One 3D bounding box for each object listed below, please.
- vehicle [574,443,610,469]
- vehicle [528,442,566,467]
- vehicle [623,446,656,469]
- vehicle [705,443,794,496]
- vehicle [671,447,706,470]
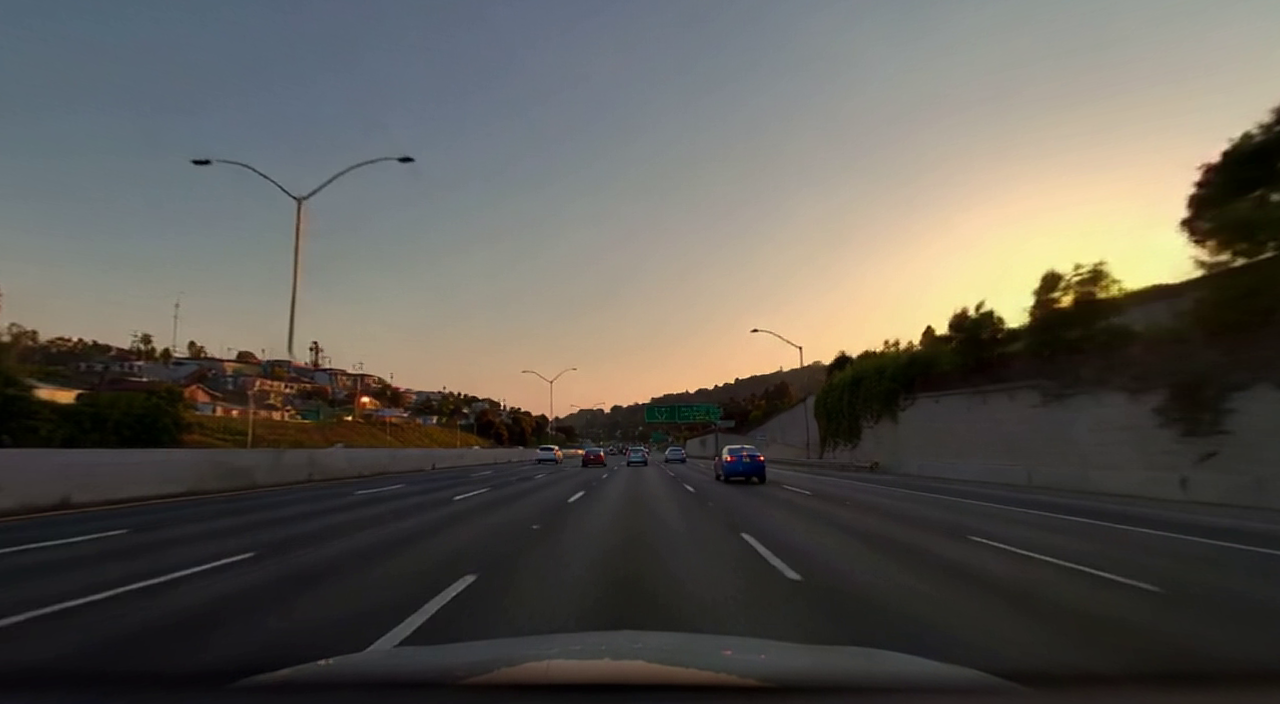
[{"bbox_3d":[-3.221,7.076,42.969,2.091,1.664,4.157,0,-9,0],"label":"vehicle"},{"bbox_3d":[-6.763,7.528,46.233,2.112,1.721,4.381,0,-9,0],"label":"vehicle"},{"bbox_3d":[-0.051,7.206,43.220,2.166,1.496,4.158,0,-9,0],"label":"vehicle"},{"bbox_3d":[3.416,3.763,20.608,2.077,1.527,4.553,0,-9,0],"label":"vehicle"},{"bbox_3d":[3.283,7.259,43.120,2.036,1.517,4.256,0,-9,-1],"label":"vehicle"}]
